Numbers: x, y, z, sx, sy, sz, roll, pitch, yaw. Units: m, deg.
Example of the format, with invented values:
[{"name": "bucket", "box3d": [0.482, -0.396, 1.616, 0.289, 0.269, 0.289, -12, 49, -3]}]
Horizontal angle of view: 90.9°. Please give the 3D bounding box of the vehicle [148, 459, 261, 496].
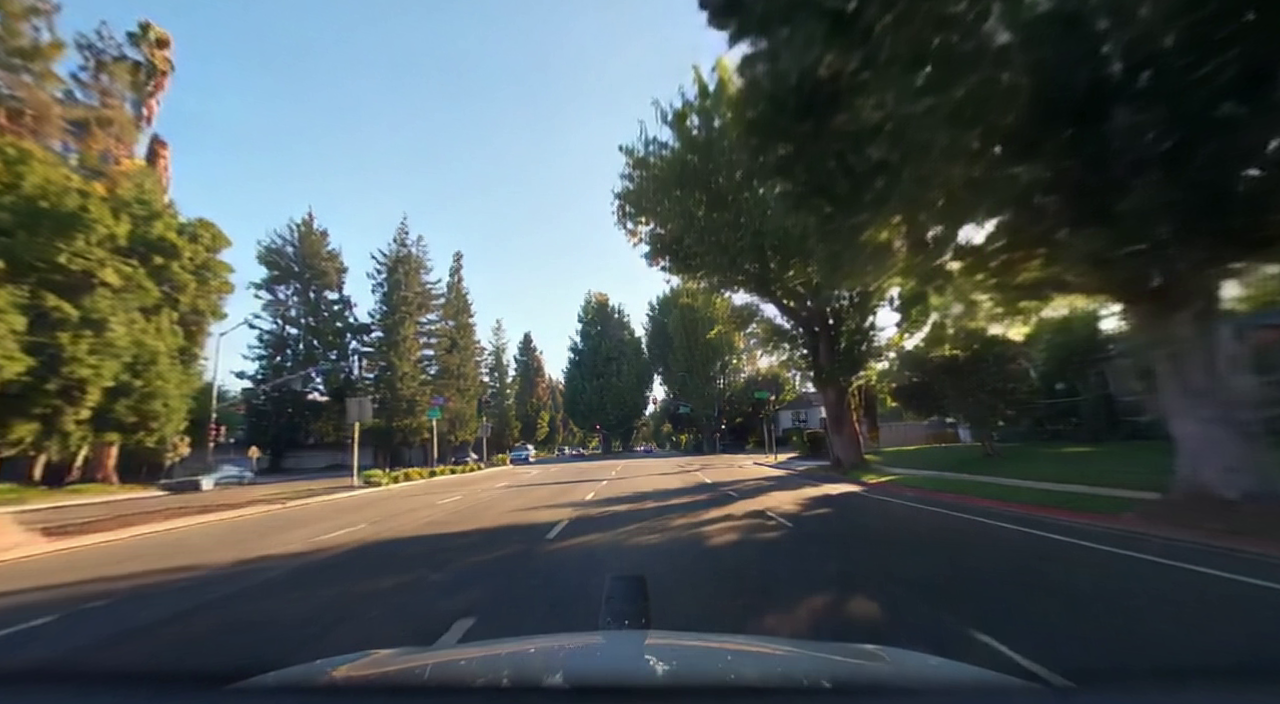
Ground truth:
[{"name": "vehicle", "box3d": [-20.487, 5.897, 29.963, 2.035, 1.453, 4.600, -1, -8, 1]}]
